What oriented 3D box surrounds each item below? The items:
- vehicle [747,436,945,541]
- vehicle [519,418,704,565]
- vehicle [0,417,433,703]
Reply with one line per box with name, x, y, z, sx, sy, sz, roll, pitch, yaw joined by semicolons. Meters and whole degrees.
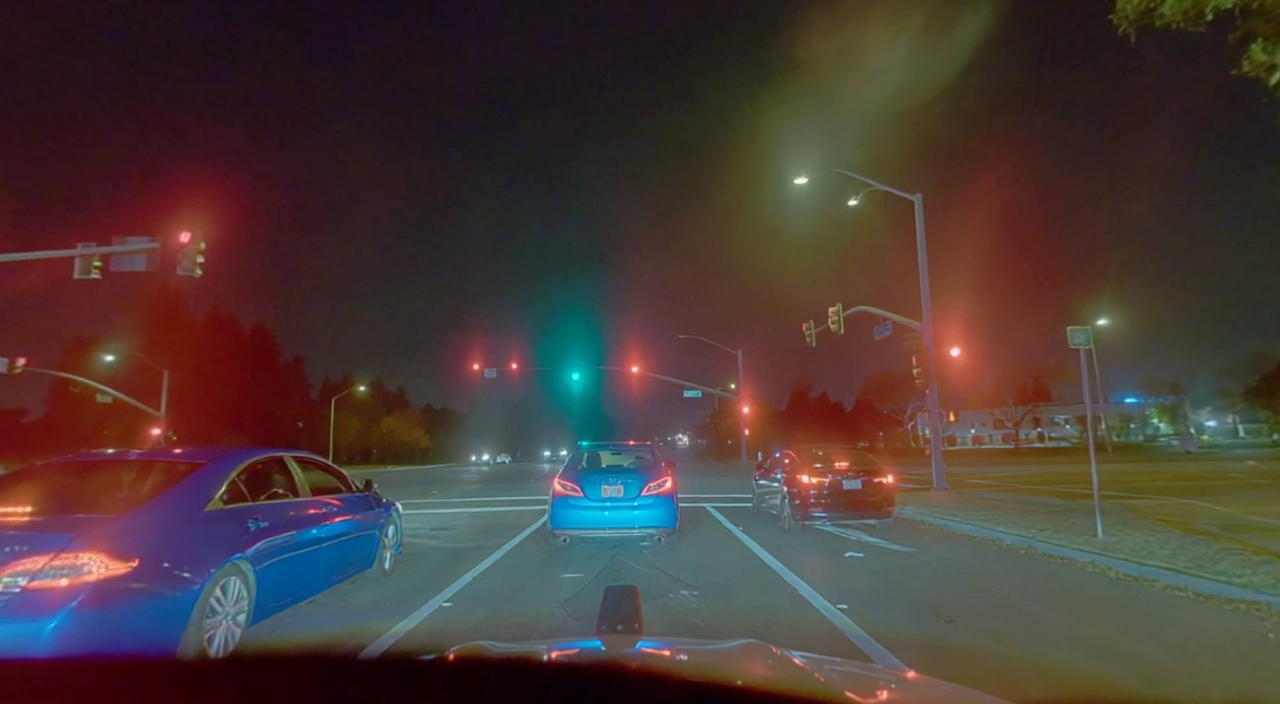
vehicle;3.293;2.260;11.189;1.970;1.449;4.433;0;-8;-1
vehicle;-0.347;1.830;8.975;2.038;1.599;3.844;0;-8;-1
vehicle;-3.580;1.408;5.504;2.052;1.472;4.479;0;-8;0
